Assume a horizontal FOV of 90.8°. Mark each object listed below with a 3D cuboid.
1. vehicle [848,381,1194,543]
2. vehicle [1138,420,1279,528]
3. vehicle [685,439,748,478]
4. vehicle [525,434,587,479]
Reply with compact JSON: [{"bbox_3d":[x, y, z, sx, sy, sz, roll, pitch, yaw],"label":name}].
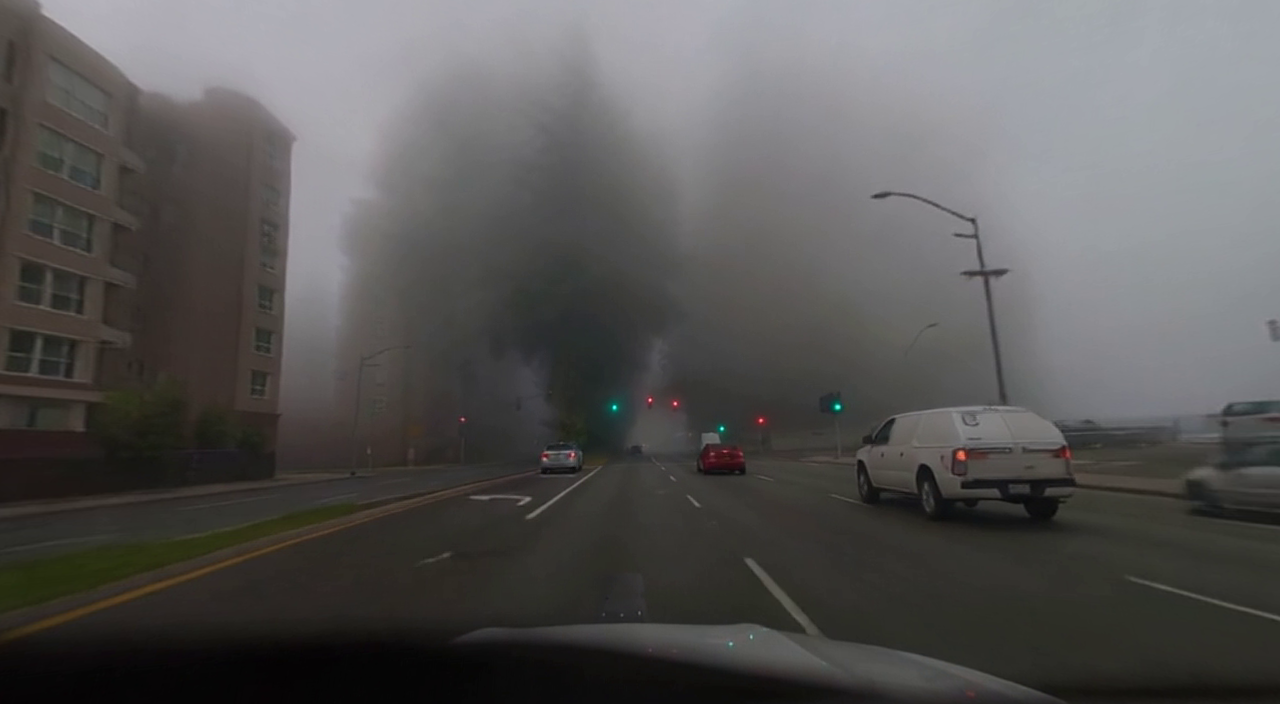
[{"bbox_3d":[5.740,1.809,10.890,2.427,2.017,5.763,0,-8,1],"label":"vehicle"},{"bbox_3d":[10.277,1.838,9.651,1.905,1.545,4.227,-1,-9,1],"label":"vehicle"},{"bbox_3d":[3.084,4.413,26.392,2.003,1.480,4.494,0,-9,-1],"label":"vehicle"},{"bbox_3d":[-3.407,4.355,26.511,2.065,1.716,4.265,0,-9,-1],"label":"vehicle"}]
